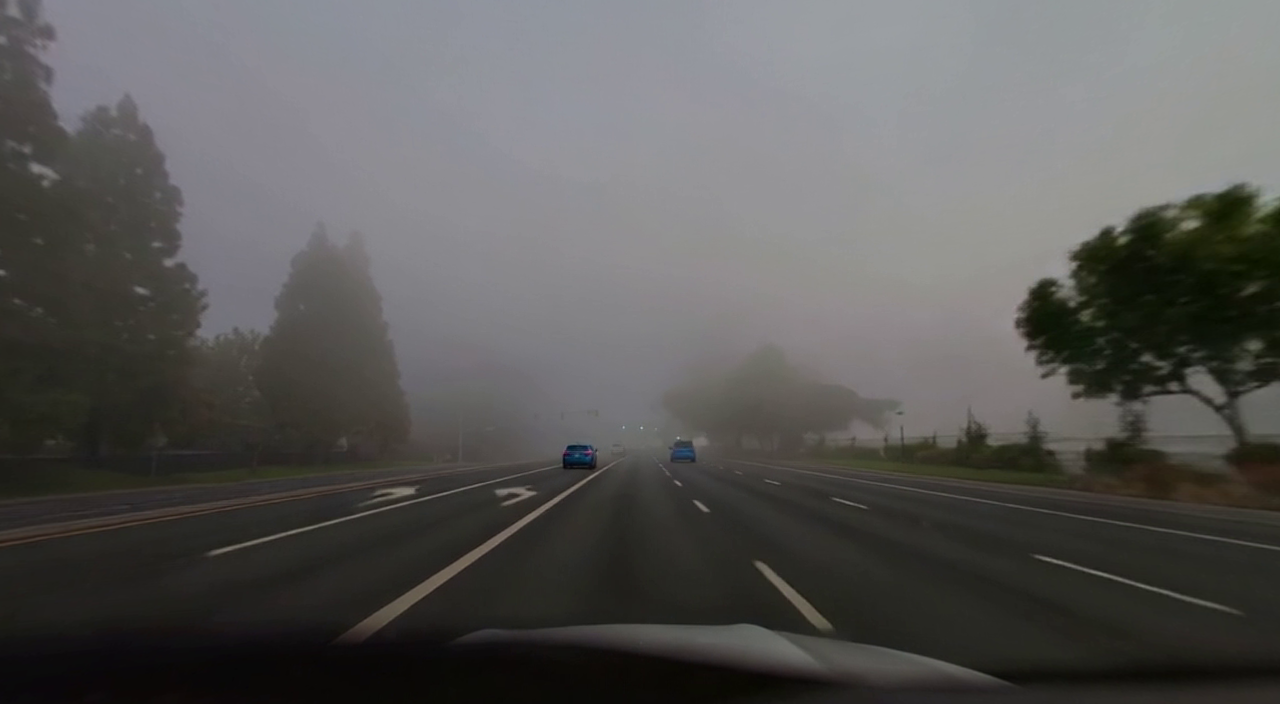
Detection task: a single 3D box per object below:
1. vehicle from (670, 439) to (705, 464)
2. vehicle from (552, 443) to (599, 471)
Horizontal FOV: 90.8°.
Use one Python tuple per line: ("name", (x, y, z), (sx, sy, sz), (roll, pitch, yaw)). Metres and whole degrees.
("vehicle", (3.294, 6.987, 44.495), (2.072, 1.696, 4.177), (0, -9, -1))
("vehicle", (-3.557, 5.904, 35.719), (2.112, 1.471, 4.212), (0, -9, 1))
